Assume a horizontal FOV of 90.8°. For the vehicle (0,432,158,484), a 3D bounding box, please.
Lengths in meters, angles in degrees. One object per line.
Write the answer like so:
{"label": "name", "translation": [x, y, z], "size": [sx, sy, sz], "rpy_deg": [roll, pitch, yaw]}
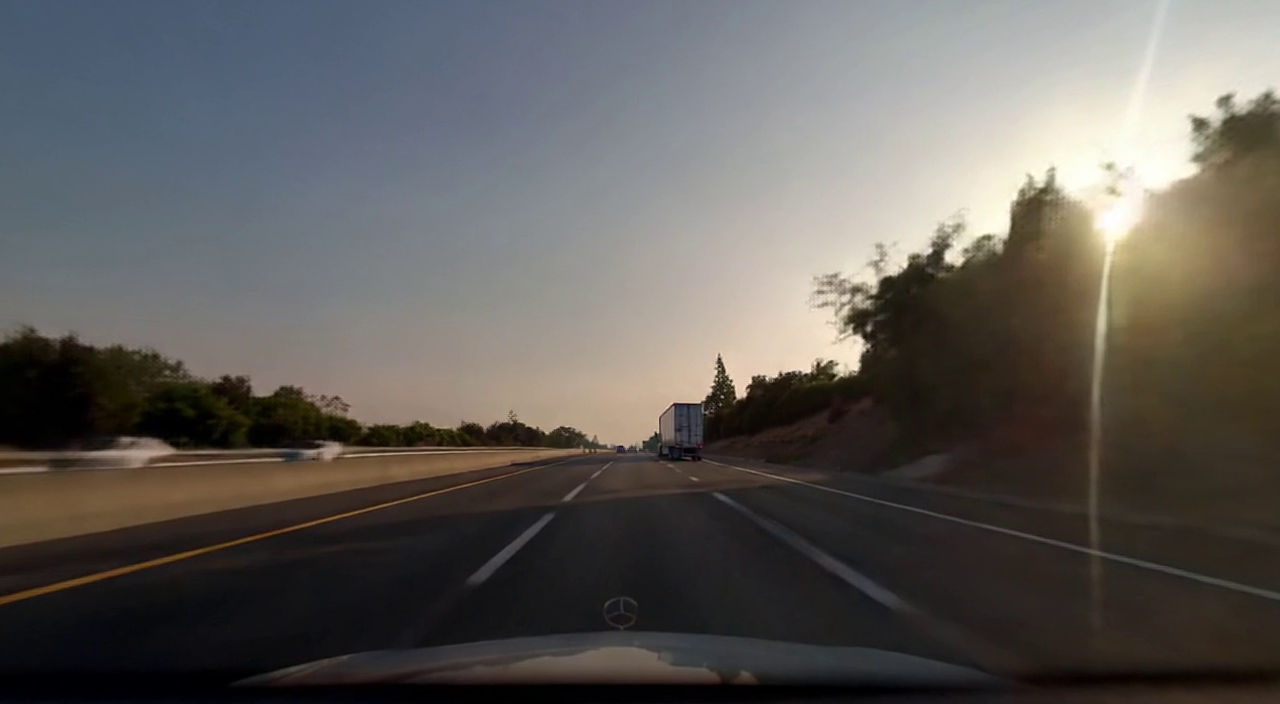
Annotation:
{"label": "vehicle", "translation": [-23.248, 4.376, 26.398], "size": [2.286, 1.933, 4.978], "rpy_deg": [0, -9, -1]}

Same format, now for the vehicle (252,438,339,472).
{"label": "vehicle", "translation": [-19.355, 5.792, 35.795], "size": [2.143, 1.756, 4.940], "rpy_deg": [0, -8, -1]}
